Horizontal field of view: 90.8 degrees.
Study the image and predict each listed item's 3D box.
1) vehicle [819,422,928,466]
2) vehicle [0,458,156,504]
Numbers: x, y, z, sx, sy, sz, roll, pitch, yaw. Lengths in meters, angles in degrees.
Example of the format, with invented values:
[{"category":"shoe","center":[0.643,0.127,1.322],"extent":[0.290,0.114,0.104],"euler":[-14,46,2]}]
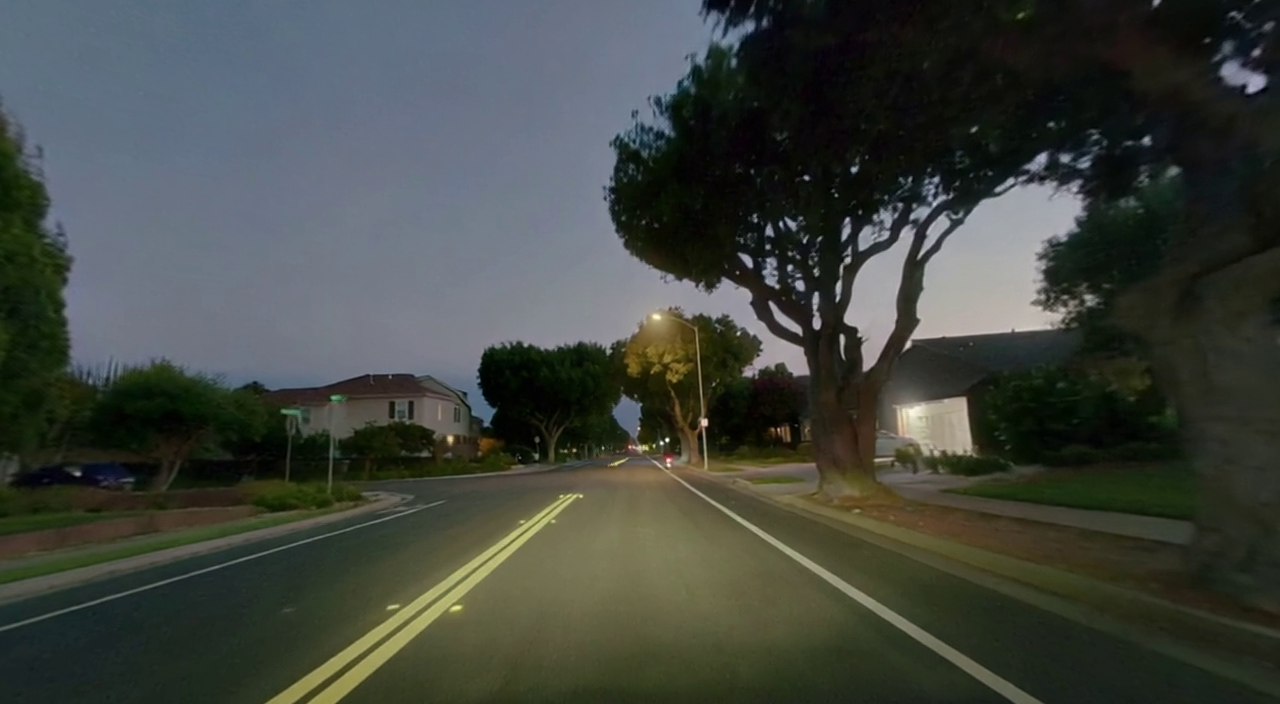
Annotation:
[{"category":"vehicle","center":[10.331,4.111,28.229],"extent":[4.146,1.866,1.897],"euler":[-1,-9,5]},{"category":"vehicle","center":[-21.567,4.836,24.104],"extent":[1.852,1.462,4.585],"euler":[-3,-9,18]}]
